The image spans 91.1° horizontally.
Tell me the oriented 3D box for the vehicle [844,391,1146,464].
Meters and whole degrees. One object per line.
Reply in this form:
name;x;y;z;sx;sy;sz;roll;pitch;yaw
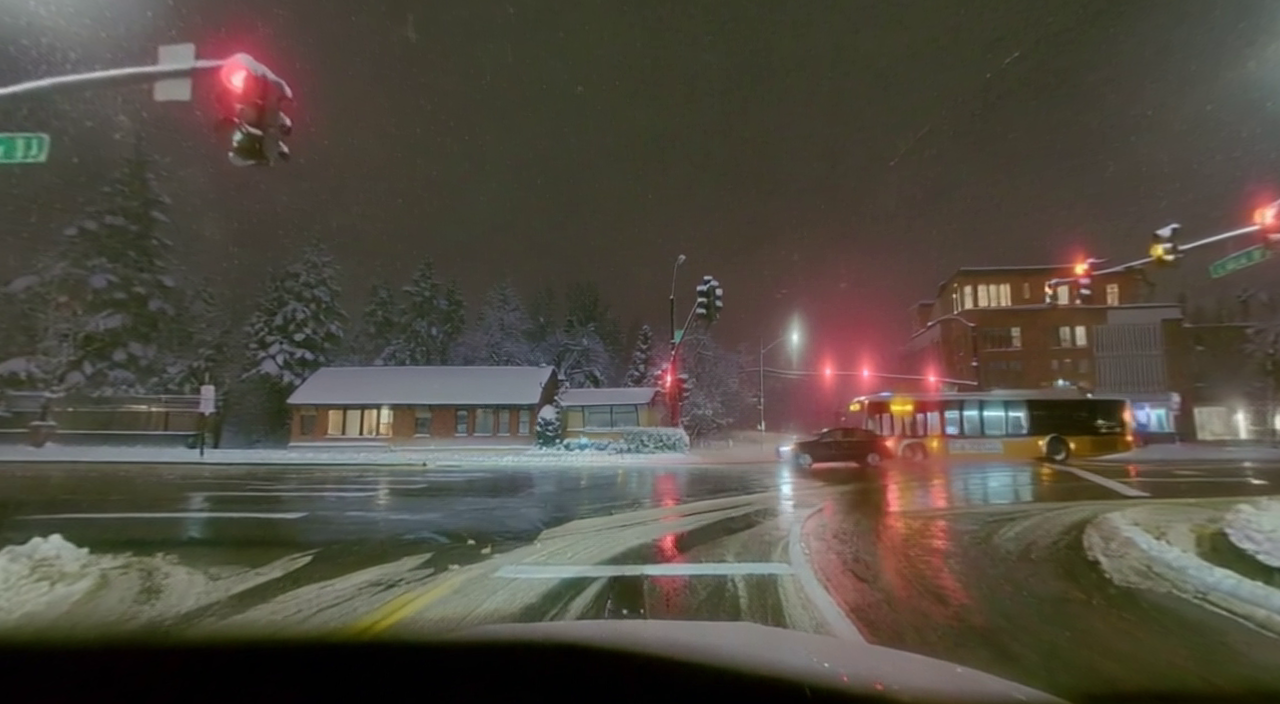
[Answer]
vehicle;16.901;3.709;30.603;12.822;3.296;3.033;0;-9;-1

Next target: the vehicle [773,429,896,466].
vehicle;8.094;4.007;26.350;4.538;1.461;1.805;0;-9;-2
